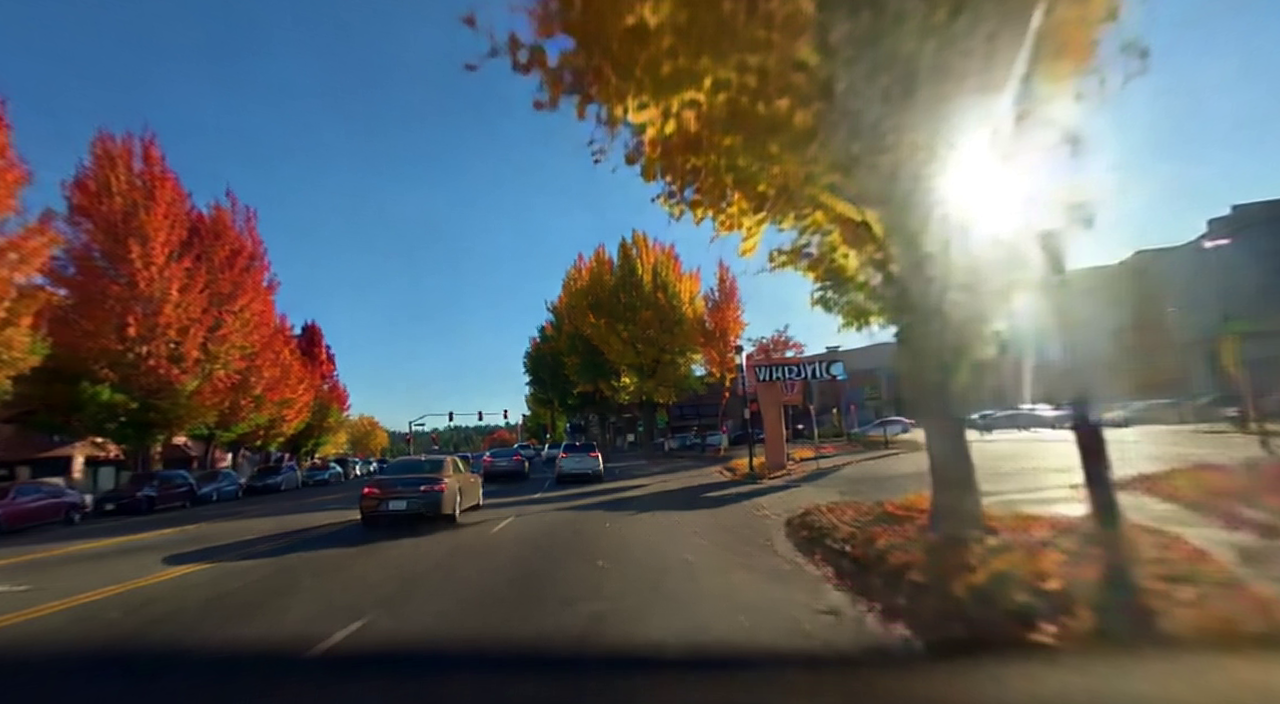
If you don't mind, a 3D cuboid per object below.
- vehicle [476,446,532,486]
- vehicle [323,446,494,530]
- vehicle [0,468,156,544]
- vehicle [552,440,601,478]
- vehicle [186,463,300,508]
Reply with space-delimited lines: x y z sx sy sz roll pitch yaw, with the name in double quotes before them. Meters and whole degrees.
"vehicle" -5.796 4.891 27.360 1.974 1.549 4.603 2 -9 -7
"vehicle" -4.846 2.889 14.202 2.090 1.506 5.326 1 -9 -3
"vehicle" -15.786 3.969 16.810 1.968 1.574 4.683 0 -9 0
"vehicle" -3.172 5.201 30.876 2.144 1.704 4.028 2 -9 -8
"vehicle" -16.210 5.452 26.037 2.010 1.530 4.534 1 -9 -4
